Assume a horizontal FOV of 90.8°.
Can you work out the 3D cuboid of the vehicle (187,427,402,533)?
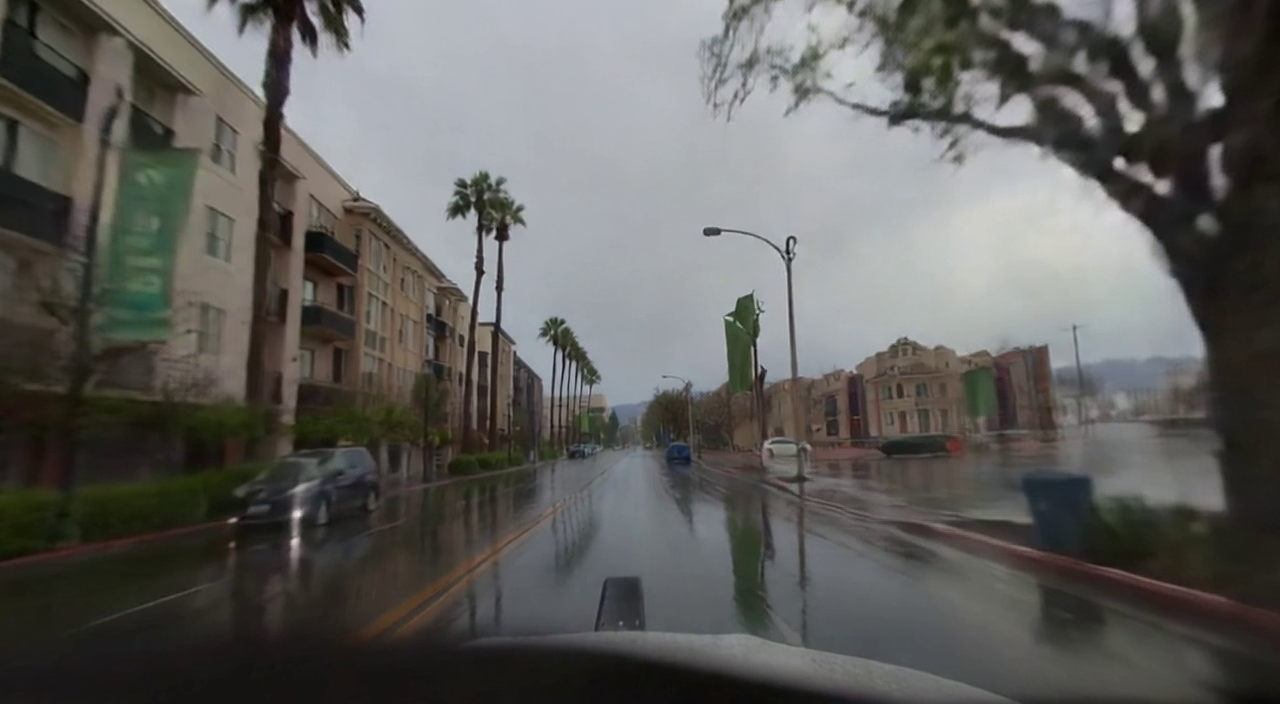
[{"bbox_3d":[-6.621,2.499,12.819,1.946,1.640,4.430,-3,-9,-1],"label":"vehicle"}]

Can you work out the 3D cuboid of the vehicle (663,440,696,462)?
[{"bbox_3d":[2.856,7.278,46.510,1.985,1.543,4.112,0,-8,-2],"label":"vehicle"}]
